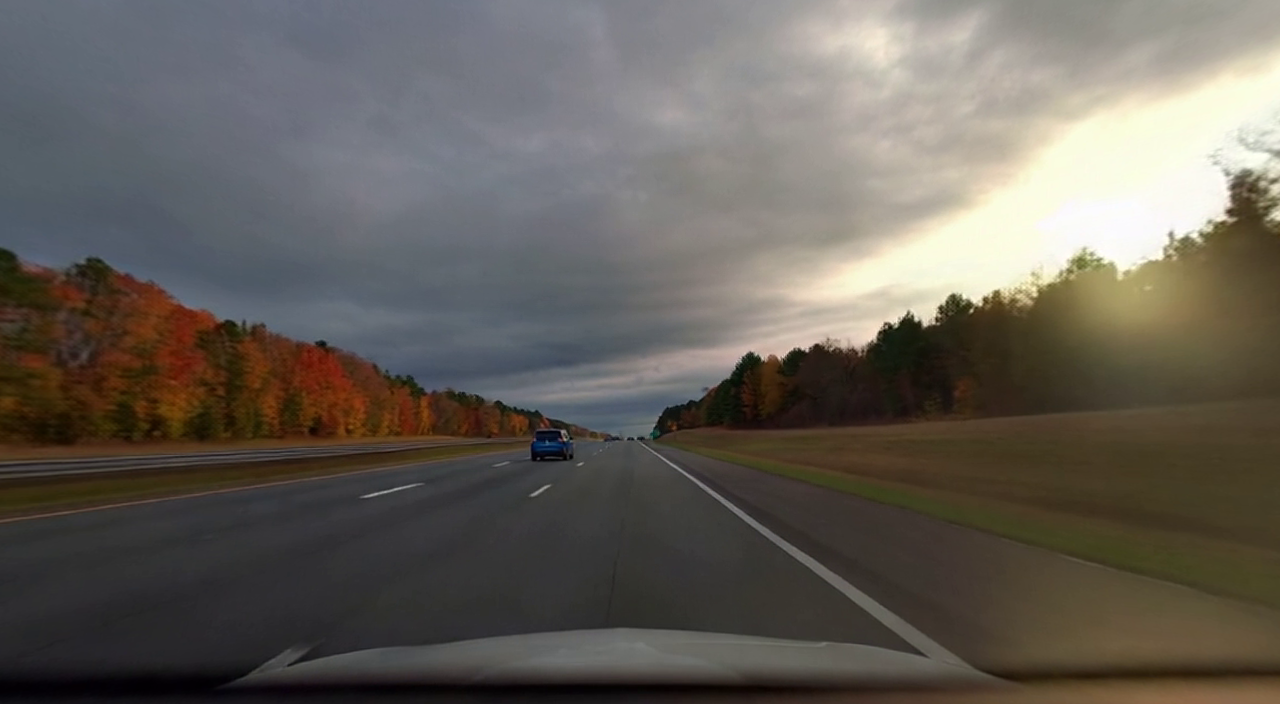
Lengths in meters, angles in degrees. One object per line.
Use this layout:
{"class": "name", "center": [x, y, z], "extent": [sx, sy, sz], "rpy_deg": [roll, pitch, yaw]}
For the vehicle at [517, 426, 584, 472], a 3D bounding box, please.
{"class": "vehicle", "center": [-3.511, 3.883, 25.491], "extent": [2.057, 1.666, 4.552], "rpy_deg": [0, -8, 0]}
